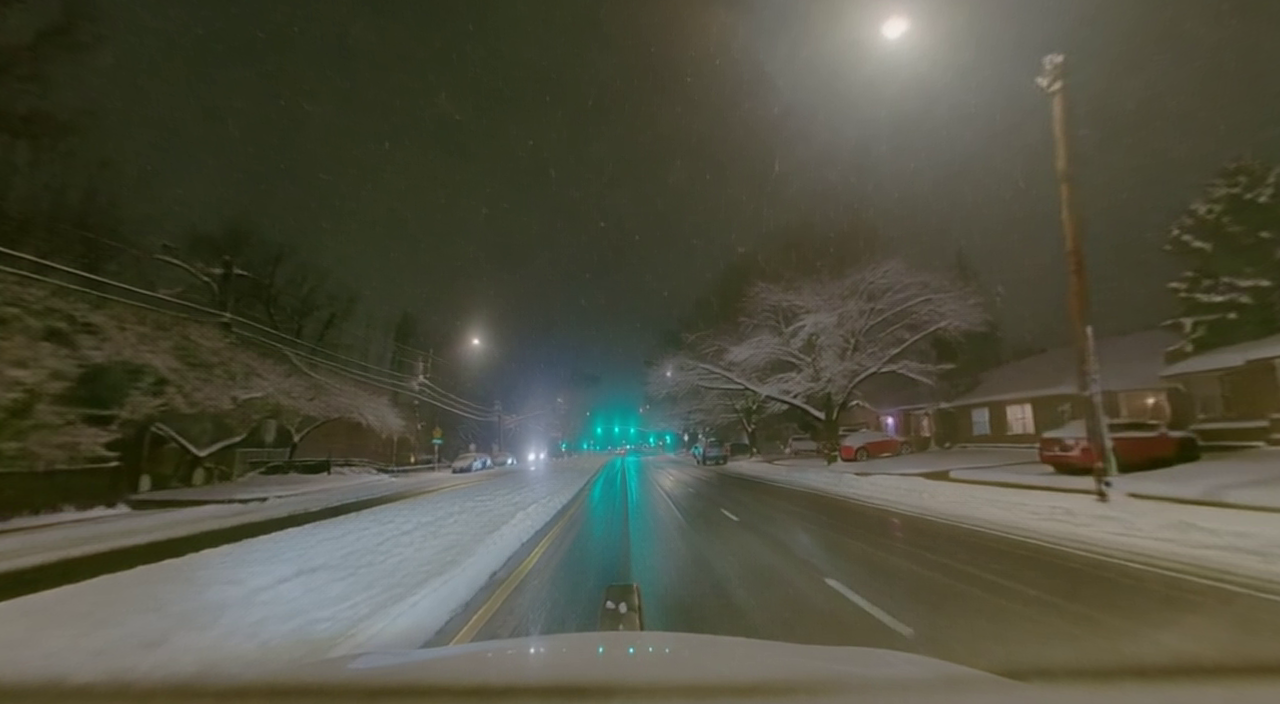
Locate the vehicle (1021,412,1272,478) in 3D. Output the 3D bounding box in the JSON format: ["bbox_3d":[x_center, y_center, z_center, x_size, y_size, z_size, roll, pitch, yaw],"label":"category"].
[{"bbox_3d":[12.841,2.391,16.269,4.767,1.557,1.994,0,-8,-2],"label":"vehicle"}]

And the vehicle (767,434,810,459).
[{"bbox_3d":[10.817,6.916,46.327,2.044,1.716,4.637,0,-8,1],"label":"vehicle"}]

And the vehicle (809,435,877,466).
[{"bbox_3d":[10.321,5.034,32.501,1.847,1.455,4.650,0,-8,-1],"label":"vehicle"}]

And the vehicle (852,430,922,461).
[{"bbox_3d":[12.812,4.905,33.072,1.889,1.499,4.218,0,-8,-1],"label":"vehicle"}]
